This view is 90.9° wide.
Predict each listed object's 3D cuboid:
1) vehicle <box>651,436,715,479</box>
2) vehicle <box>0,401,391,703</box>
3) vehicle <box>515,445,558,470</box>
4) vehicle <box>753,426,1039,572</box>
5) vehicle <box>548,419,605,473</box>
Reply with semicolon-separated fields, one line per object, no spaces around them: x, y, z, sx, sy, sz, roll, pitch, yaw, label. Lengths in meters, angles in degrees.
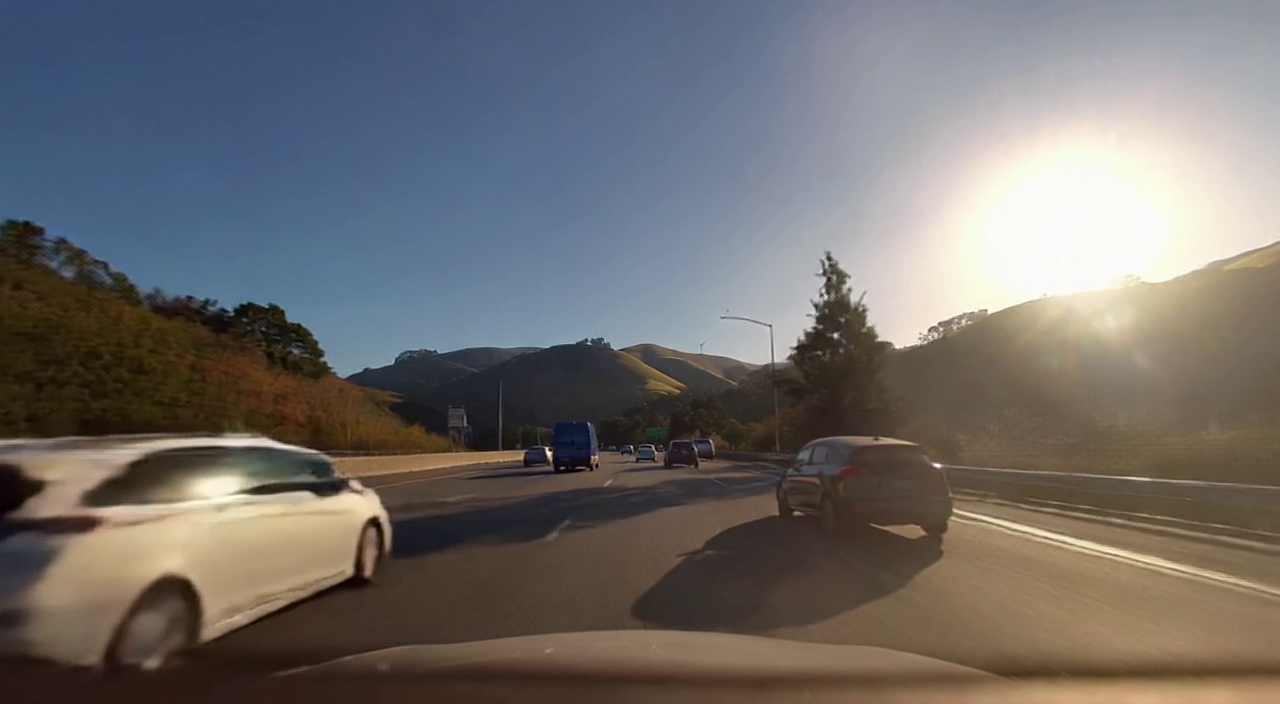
1.782;4.553;27.441;2.270;1.660;4.101;0;-9;-3;vehicle
-3.339;1.146;3.660;1.990;1.501;4.250;0;-9;1;vehicle
-6.557;6.709;40.409;1.964;1.487;4.417;0;-9;1;vehicle
3.088;1.869;8.855;2.050;1.491;4.362;0;-9;-2;vehicle
-3.335;5.118;34.461;2.396;2.664;5.735;0;-9;1;vehicle
